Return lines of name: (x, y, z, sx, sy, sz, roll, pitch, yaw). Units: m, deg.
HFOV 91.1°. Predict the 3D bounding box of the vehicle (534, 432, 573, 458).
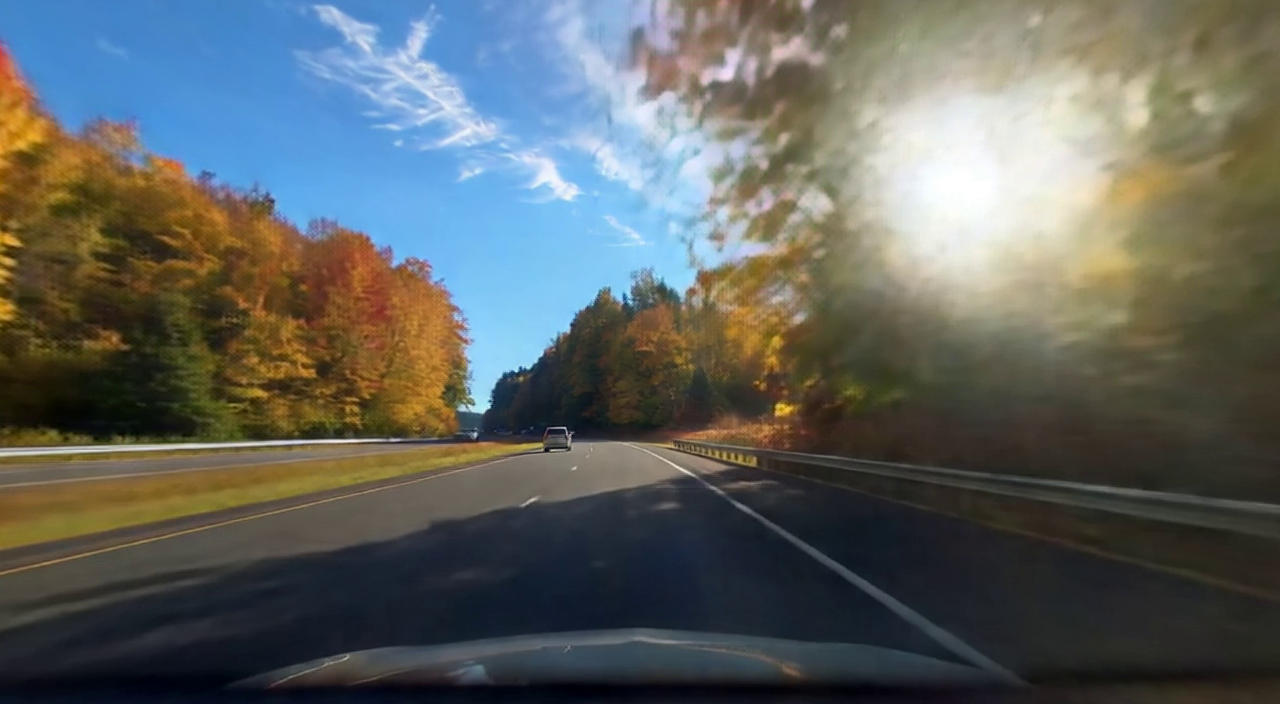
vehicle: (-5.461, 5.937, 40.189, 2.073, 1.559, 4.393, 0, -8, -2)
